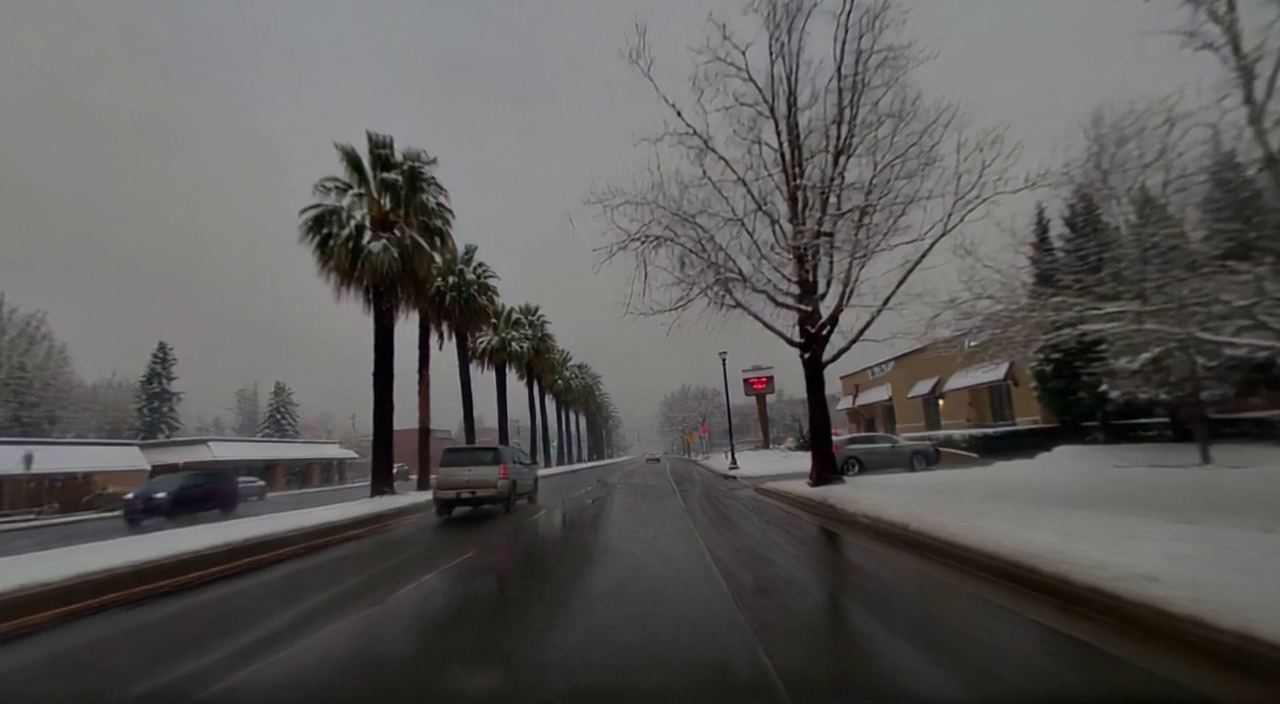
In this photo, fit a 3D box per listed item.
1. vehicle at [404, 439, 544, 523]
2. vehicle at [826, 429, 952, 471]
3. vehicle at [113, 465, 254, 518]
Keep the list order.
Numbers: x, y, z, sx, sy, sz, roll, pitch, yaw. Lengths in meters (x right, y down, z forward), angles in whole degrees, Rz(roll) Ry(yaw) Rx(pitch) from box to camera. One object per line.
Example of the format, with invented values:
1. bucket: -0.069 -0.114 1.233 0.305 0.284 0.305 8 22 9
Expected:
1. vehicle: -3.862 3.073 15.692 2.147 1.745 4.648 0 -9 1
2. vehicle: 10.833 4.300 27.762 4.577 1.750 2.115 0 -9 0
3. vehicle: -18.567 5.657 26.074 2.073 1.829 4.870 0 -9 1
